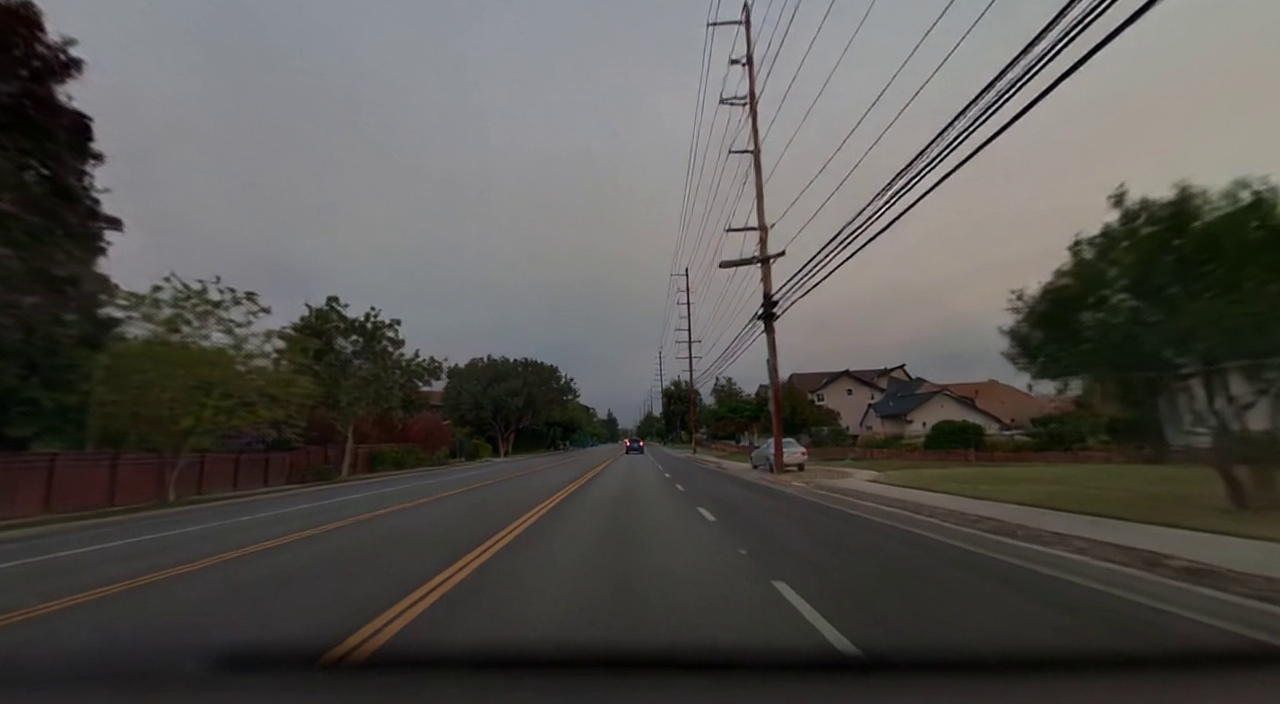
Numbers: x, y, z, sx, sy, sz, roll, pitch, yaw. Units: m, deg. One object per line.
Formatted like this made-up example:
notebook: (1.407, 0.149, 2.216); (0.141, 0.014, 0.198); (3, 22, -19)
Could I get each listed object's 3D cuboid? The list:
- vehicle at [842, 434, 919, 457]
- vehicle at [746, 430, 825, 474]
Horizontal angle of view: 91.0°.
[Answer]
vehicle: (15.007, 5.840, 39.443); (4.034, 1.403, 1.821); (0, -8, -2)
vehicle: (5.944, 4.130, 26.372); (2.039, 1.637, 4.782); (0, -8, -1)
